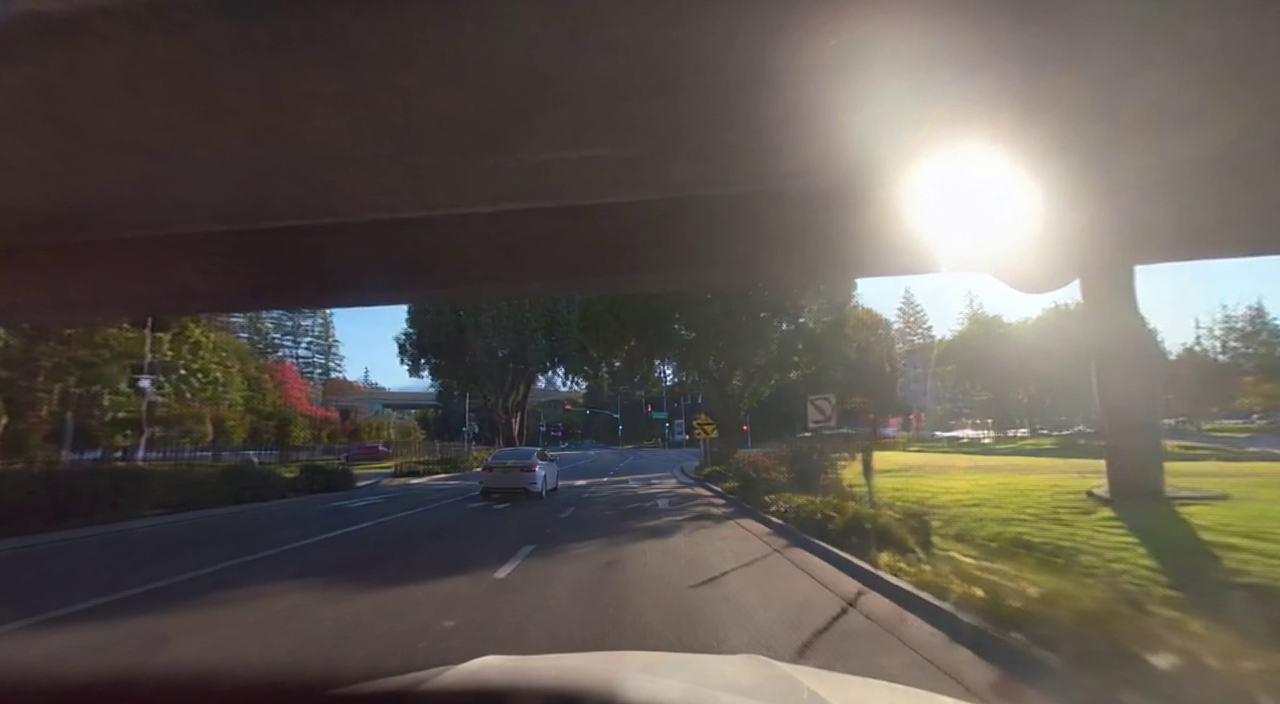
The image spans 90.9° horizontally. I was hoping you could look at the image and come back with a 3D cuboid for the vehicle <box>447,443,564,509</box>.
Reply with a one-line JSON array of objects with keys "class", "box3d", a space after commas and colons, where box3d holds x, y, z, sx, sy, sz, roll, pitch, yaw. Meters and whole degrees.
[{"class": "vehicle", "box3d": [-3.297, 3.144, 16.512, 1.963, 1.460, 4.614, 0, -9, 1]}]
